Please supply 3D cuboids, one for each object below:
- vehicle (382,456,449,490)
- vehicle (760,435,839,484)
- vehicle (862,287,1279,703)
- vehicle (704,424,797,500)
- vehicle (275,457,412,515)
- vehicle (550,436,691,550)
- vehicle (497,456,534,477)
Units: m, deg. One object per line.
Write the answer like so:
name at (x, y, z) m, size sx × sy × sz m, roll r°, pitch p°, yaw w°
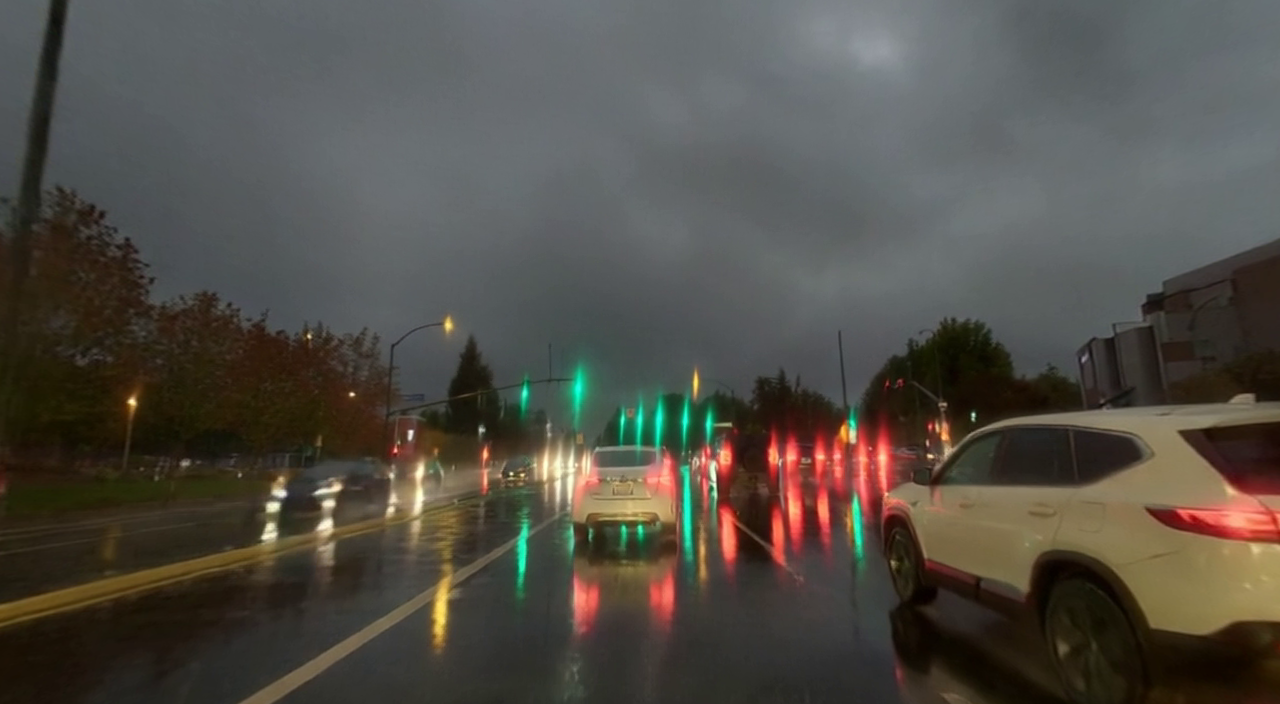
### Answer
vehicle at (-12.203, 6.567, 34.432) m, size 1.944 × 1.638 × 4.496 m, roll 0°, pitch -9°, yaw 1°
vehicle at (7.798, 5.310, 31.346) m, size 2.627 × 2.252 × 5.236 m, roll 0°, pitch -9°, yaw 1°
vehicle at (3.355, 1.043, 4.475) m, size 1.982 × 1.960 × 4.427 m, roll 0°, pitch -9°, yaw 1°
vehicle at (3.923, 4.055, 23.583) m, size 2.516 × 2.481 × 5.766 m, roll 0°, pitch -9°, yaw 1°
vehicle at (-8.933, 4.028, 19.399) m, size 2.050 × 1.498 × 4.238 m, roll 0°, pitch -9°, yaw 2°
vehicle at (-0.250, 2.414, 11.471) m, size 2.111 × 1.676 × 4.018 m, roll 0°, pitch -9°, yaw 1°
vehicle at (-9.416, 8.694, 47.815) m, size 1.933 × 1.469 × 4.516 m, roll 0°, pitch -9°, yaw -1°
